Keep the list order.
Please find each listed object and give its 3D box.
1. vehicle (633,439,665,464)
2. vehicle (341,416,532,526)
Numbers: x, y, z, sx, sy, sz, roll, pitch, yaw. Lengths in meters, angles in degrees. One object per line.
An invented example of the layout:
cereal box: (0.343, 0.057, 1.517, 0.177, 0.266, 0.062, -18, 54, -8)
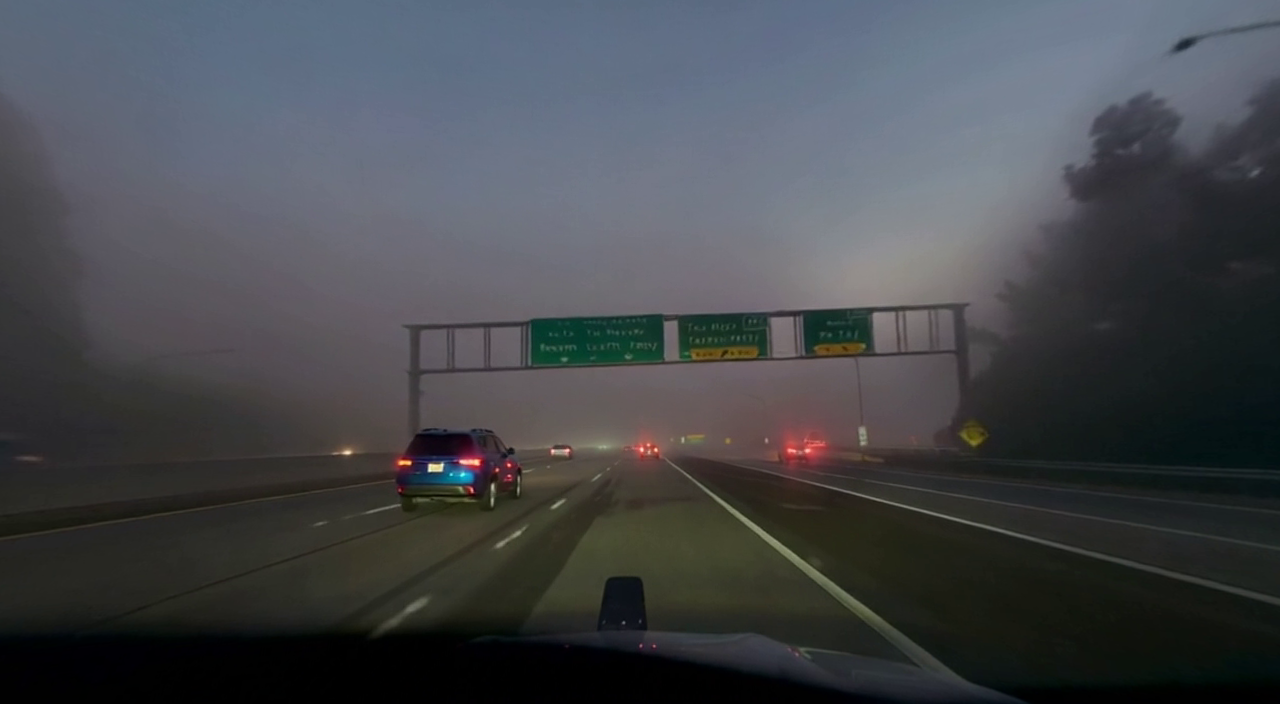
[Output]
vehicle: (0.577, 6.766, 42.913, 2.023, 1.589, 4.030, 0, -8, 0)
vehicle: (-3.699, 2.263, 12.525, 2.214, 1.759, 4.435, 0, -8, 1)
